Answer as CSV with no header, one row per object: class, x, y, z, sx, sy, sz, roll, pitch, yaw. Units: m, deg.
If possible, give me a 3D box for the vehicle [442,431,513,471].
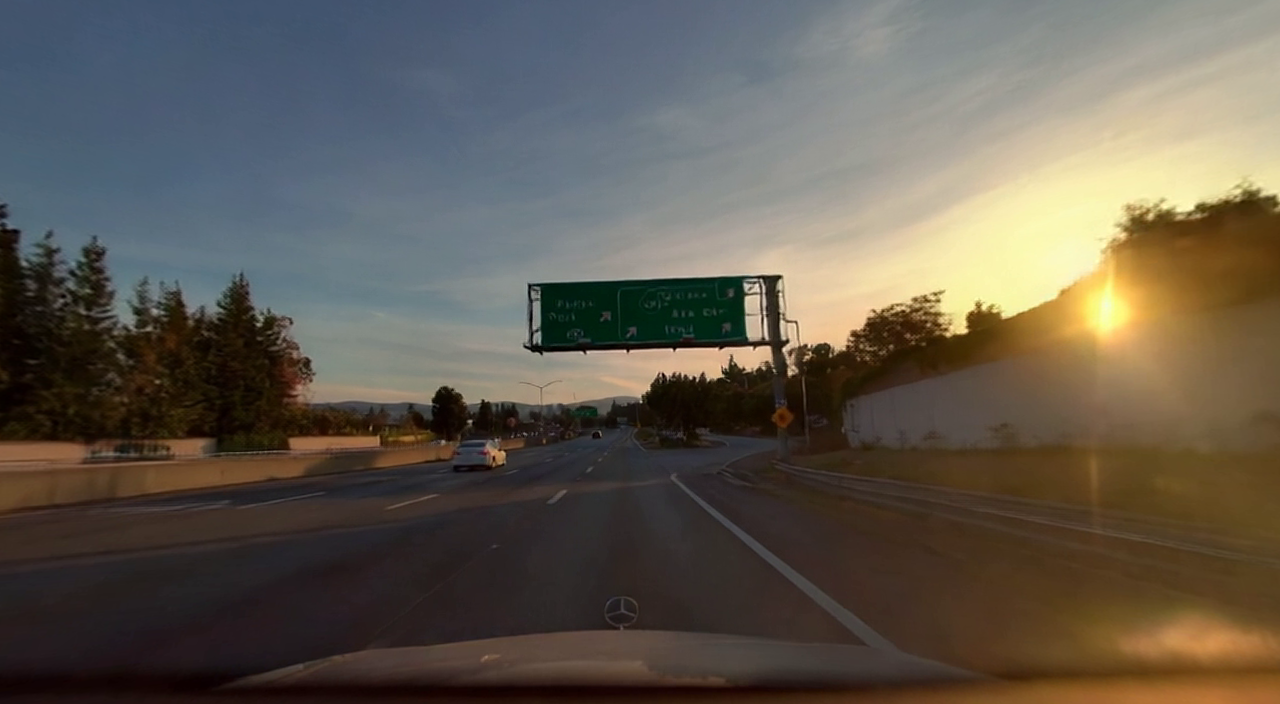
vehicle,-7.619,4.708,30.196,2.115,1.711,4.722,0,-9,0
